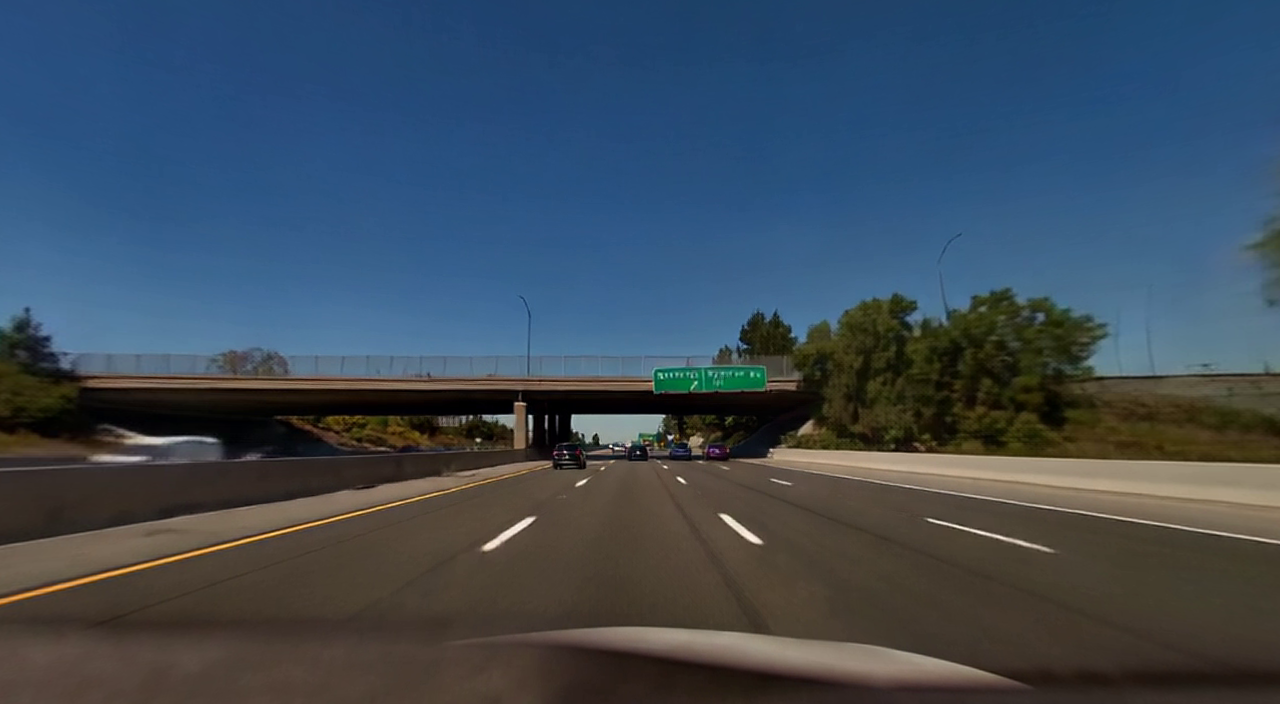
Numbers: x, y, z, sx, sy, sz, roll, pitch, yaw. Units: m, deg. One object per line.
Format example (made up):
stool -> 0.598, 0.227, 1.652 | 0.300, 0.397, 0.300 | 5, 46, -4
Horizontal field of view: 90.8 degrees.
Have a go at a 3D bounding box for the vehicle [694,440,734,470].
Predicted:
vehicle -> 4.259, 6.009, 36.925 | 1.936, 1.625, 3.991 | 0, -8, 1

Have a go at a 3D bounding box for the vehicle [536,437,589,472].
vehicle -> -4.071, 5.475, 33.927 | 2.113, 1.756, 4.471 | 0, -9, 2

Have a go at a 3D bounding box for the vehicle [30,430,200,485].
vehicle -> -20.484, 4.138, 25.059 | 2.230, 1.931, 5.157 | 0, -9, 1

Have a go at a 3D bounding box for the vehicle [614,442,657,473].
vehicle -> -0.195, 5.369, 32.388 | 2.075, 1.486, 4.007 | 0, -8, 0
